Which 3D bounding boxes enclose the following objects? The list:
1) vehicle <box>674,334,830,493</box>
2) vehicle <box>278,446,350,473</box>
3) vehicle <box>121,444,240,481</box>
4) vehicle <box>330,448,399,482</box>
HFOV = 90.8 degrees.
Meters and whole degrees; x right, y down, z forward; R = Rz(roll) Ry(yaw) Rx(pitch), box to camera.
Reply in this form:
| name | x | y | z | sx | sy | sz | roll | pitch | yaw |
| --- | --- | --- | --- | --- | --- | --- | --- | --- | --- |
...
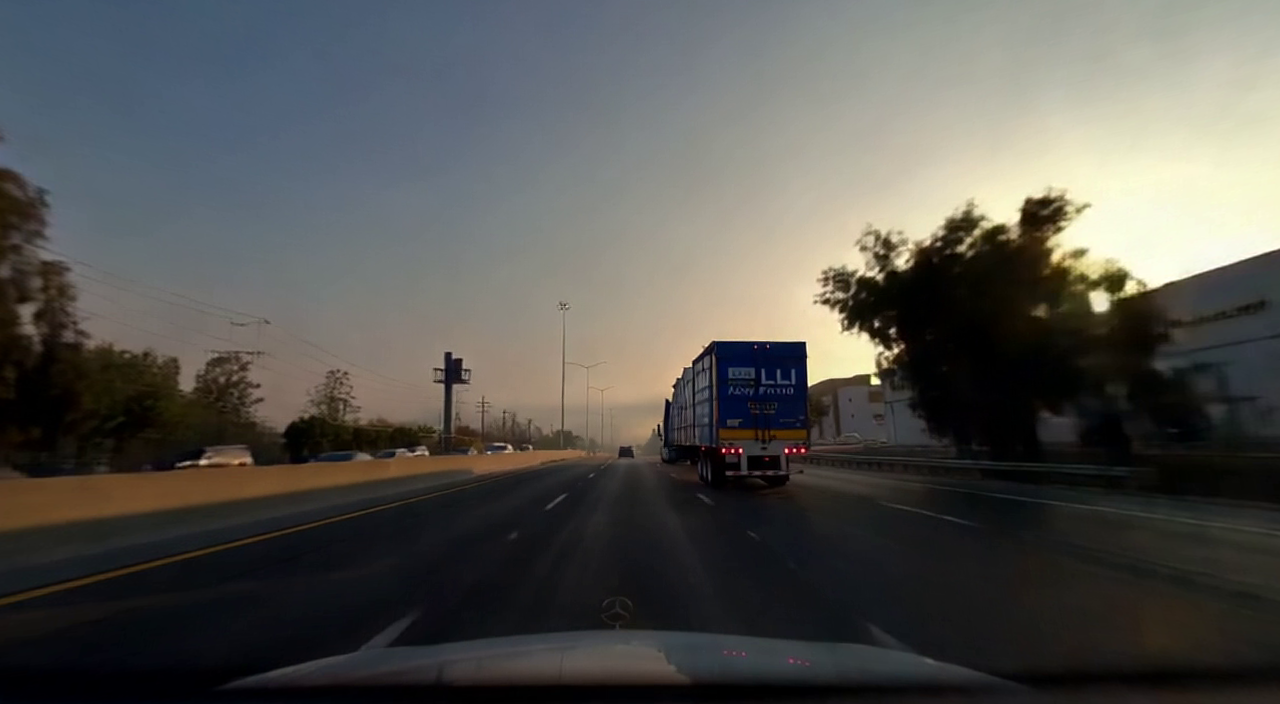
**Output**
| name | x | y | z | sx | sy | sz | roll | pitch | yaw |
| --- | --- | --- | --- | --- | --- | --- | --- | --- | --- |
| vehicle | 3.493 | 2.929 | 25.898 | 2.891 | 4.387 | 17.121 | 0 | -9 | -1 |
| vehicle | -18.682 | 6.164 | 36.440 | 1.933 | 1.487 | 4.220 | 0 | -9 | -1 |
| vehicle | -22.148 | 5.336 | 30.769 | 2.137 | 1.618 | 5.008 | 0 | -9 | -1 |
| vehicle | -11.264 | 4.613 | 26.030 | 1.439 | 1.299 | 3.155 | 0 | -9 | -1 |
